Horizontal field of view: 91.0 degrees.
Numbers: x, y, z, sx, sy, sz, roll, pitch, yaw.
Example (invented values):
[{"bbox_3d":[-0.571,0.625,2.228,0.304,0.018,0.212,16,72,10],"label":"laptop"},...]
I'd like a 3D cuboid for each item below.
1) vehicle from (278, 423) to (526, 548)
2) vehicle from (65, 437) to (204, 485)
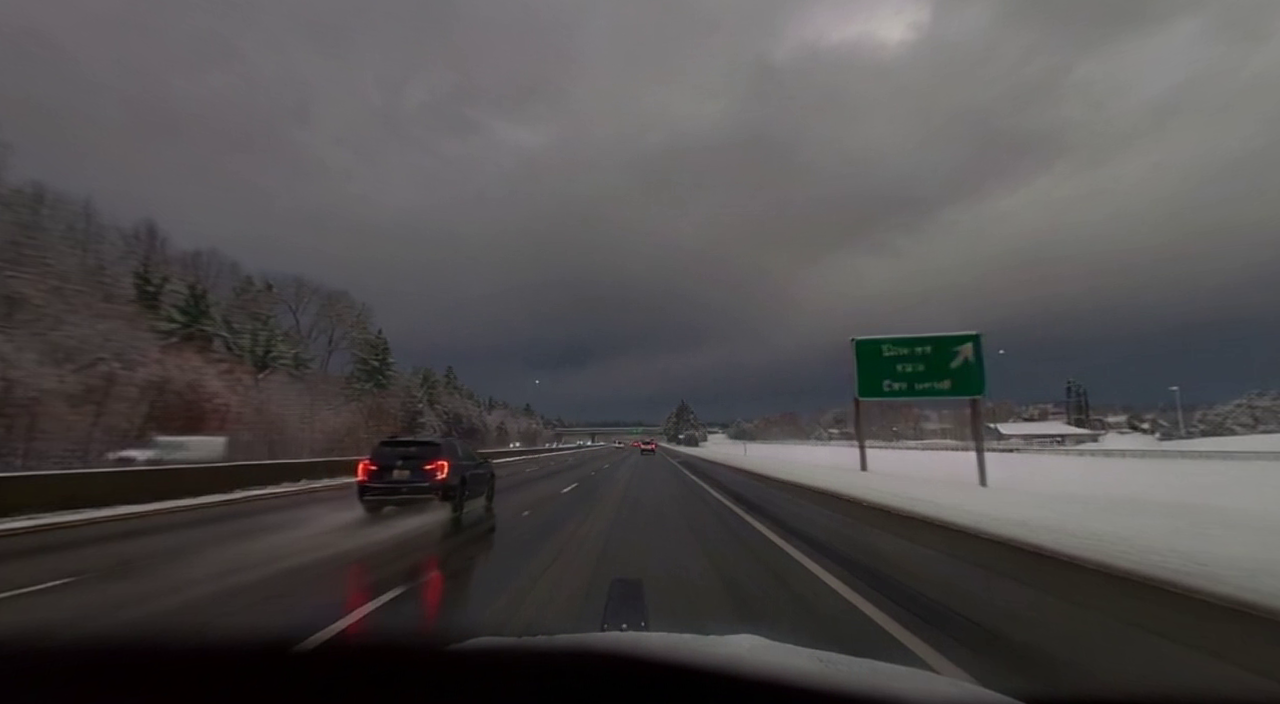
[{"bbox_3d":[-3.472,2.041,10.443,2.061,1.572,4.814,0,-8,2],"label":"vehicle"},{"bbox_3d":[-20.005,4.301,25.190,1.932,1.711,4.286,0,-8,0],"label":"vehicle"}]
